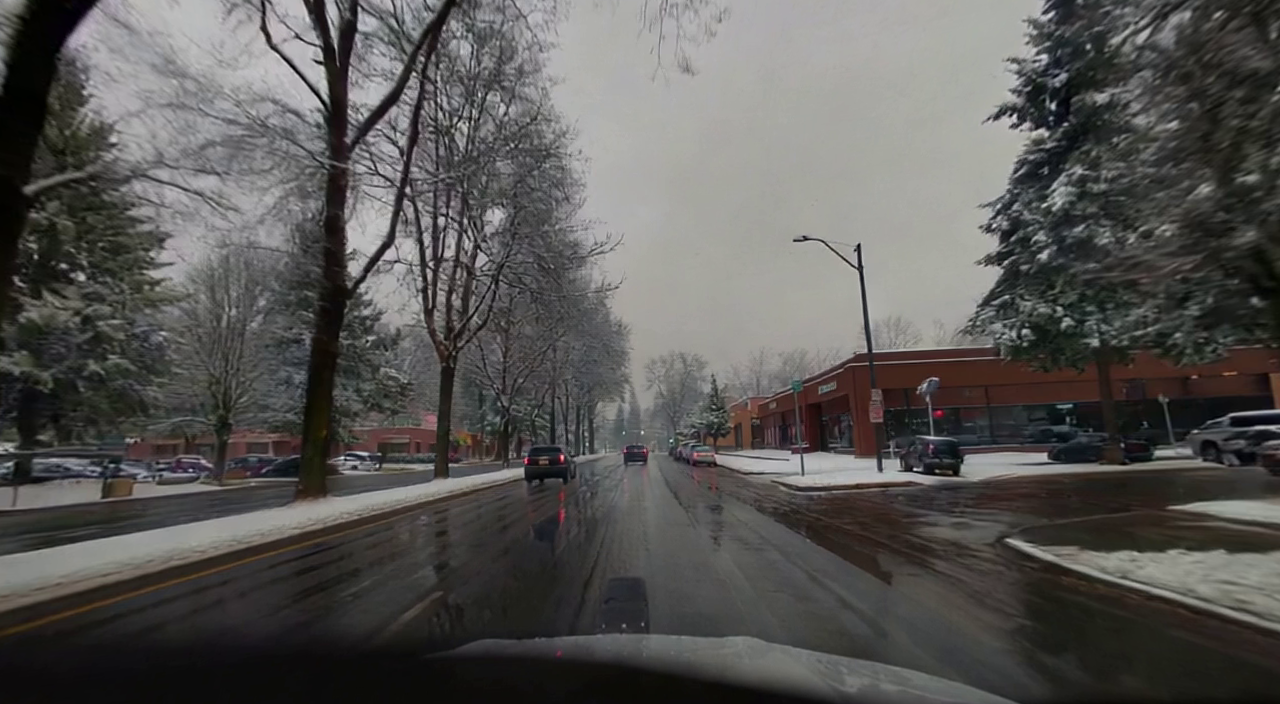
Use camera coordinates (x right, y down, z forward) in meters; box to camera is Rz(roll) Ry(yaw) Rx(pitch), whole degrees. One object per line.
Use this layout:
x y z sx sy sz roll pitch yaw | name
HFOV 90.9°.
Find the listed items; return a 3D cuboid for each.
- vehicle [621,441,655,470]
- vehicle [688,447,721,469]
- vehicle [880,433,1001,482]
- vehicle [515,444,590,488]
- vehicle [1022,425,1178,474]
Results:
-0.153 6.584 40.301 2.075 1.770 4.018 0 -9 -1 | vehicle
4.543 7.551 45.115 1.896 1.451 4.329 0 -9 0 | vehicle
10.254 3.637 21.956 1.998 1.494 4.411 0 -9 -1 | vehicle
-3.214 4.314 24.246 2.151 1.484 4.468 0 -9 1 | vehicle
15.515 3.340 21.637 2.000 1.494 4.382 0 -9 0 | vehicle
